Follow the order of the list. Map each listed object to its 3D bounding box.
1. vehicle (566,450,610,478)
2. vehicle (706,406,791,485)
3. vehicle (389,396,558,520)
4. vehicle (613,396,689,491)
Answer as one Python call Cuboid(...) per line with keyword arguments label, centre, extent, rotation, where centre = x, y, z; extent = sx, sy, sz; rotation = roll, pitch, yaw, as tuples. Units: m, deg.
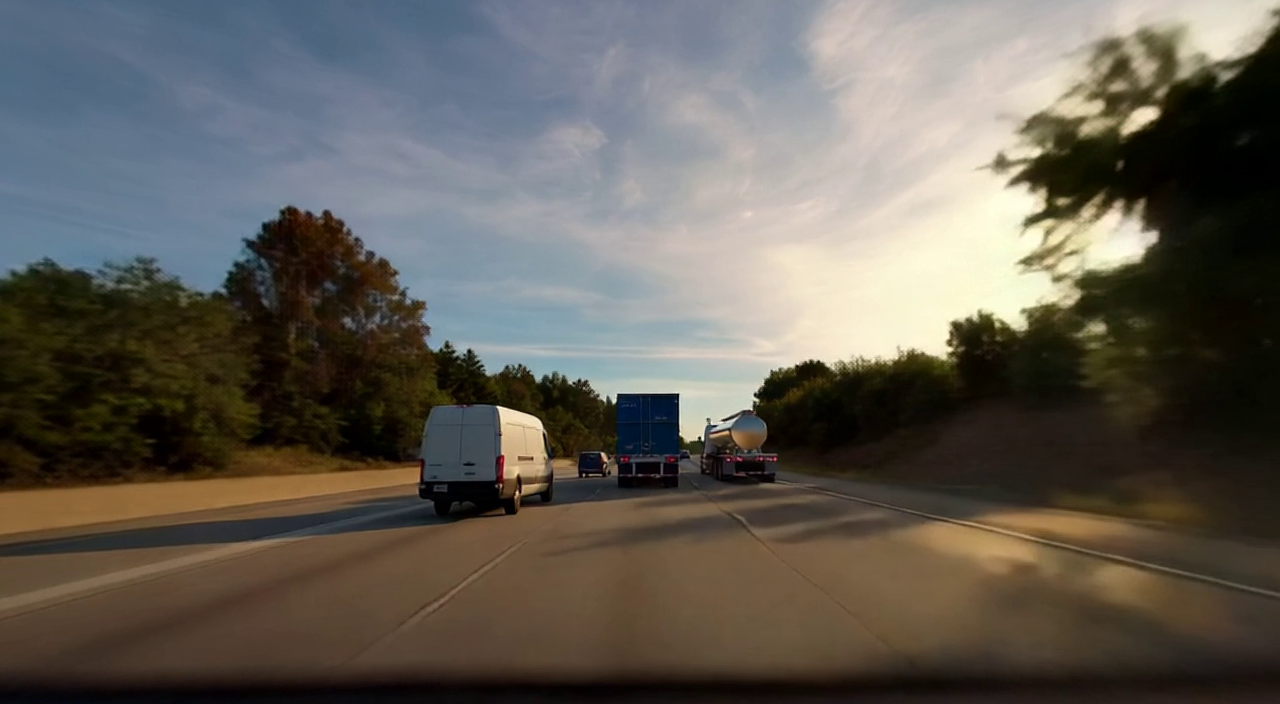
Cuboid(label="vehicle", centre=(-3.164, 6.942, 39.383), extent=(2.134, 1.652, 4.439), rotation=(-1, -9, 3))
Cuboid(label="vehicle", centre=(5.410, 5.062, 33.796), extent=(2.706, 3.500, 11.483), rotation=(0, -9, 1))
Cuboid(label="vehicle", centre=(-3.897, 2.720, 16.435), extent=(2.525, 2.572, 6.260), rotation=(0, -9, 2))
Cuboid(label="vehicle", centre=(0.237, 4.078, 27.562), extent=(2.773, 3.455, 9.118), rotation=(0, -10, -2))
